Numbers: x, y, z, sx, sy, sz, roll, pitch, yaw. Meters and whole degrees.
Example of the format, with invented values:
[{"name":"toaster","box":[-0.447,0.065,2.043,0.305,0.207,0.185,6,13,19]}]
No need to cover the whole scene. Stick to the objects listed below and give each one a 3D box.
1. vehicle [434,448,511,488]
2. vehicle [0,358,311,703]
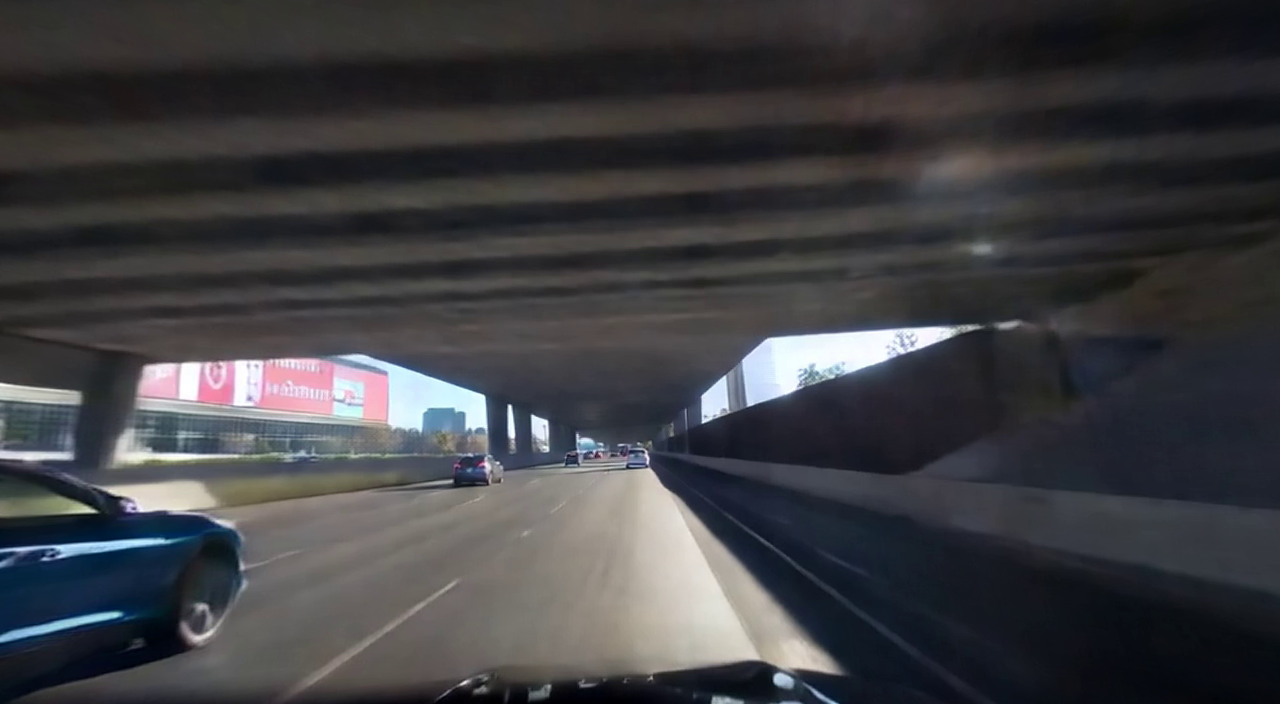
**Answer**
[{"name":"vehicle","box":[-7.215,5.030,27.713,1.998,1.542,4.953,0,-9,1]},{"name":"vehicle","box":[-3.762,0.929,2.866,2.059,1.725,4.521,0,-9,0]}]
